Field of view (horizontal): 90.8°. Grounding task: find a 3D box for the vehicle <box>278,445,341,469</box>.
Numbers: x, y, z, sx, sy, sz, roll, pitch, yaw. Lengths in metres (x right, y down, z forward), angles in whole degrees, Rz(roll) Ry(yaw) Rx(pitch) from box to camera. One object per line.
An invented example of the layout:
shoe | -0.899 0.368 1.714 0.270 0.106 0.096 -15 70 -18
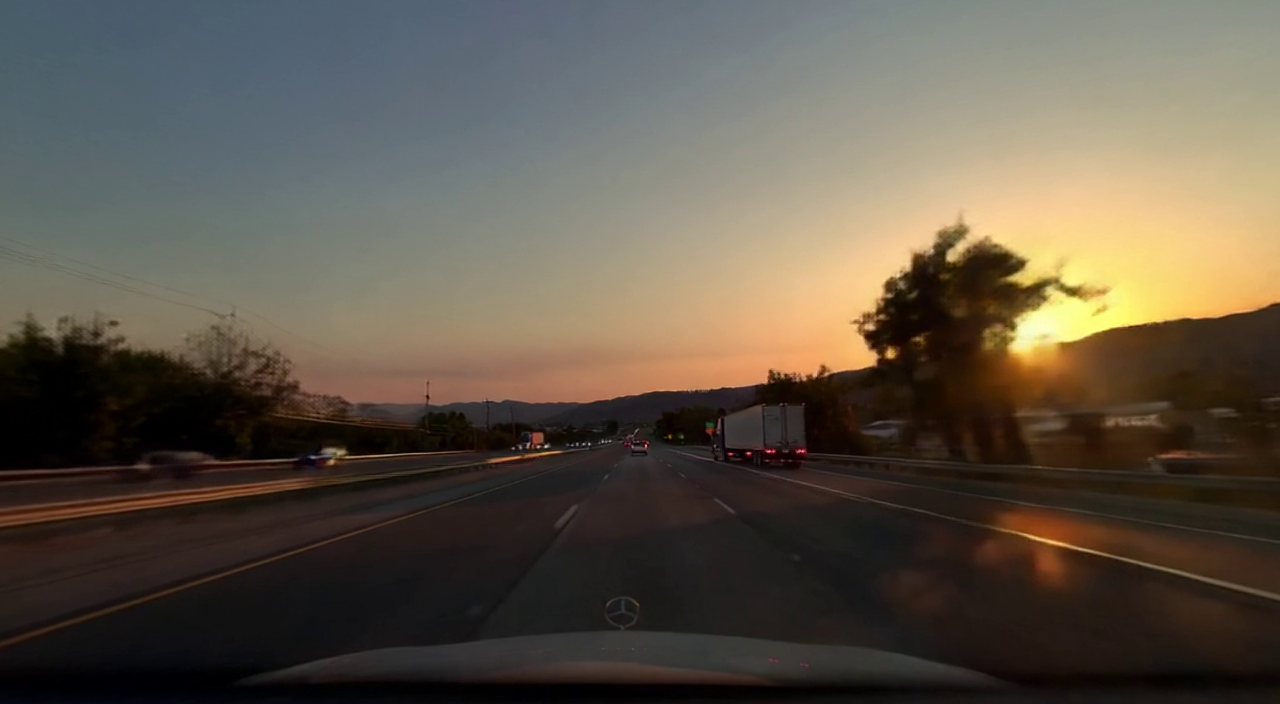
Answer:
vehicle | -25.681 8.123 49.240 2.177 1.782 5.071 0 -8 0

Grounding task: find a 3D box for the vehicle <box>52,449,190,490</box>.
vehicle | -21.602 4.878 26.581 1.862 1.505 4.617 0 -8 1

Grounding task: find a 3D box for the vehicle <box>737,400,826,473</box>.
vehicle | 6.867 4.332 31.961 2.793 3.204 7.997 0 -8 1
